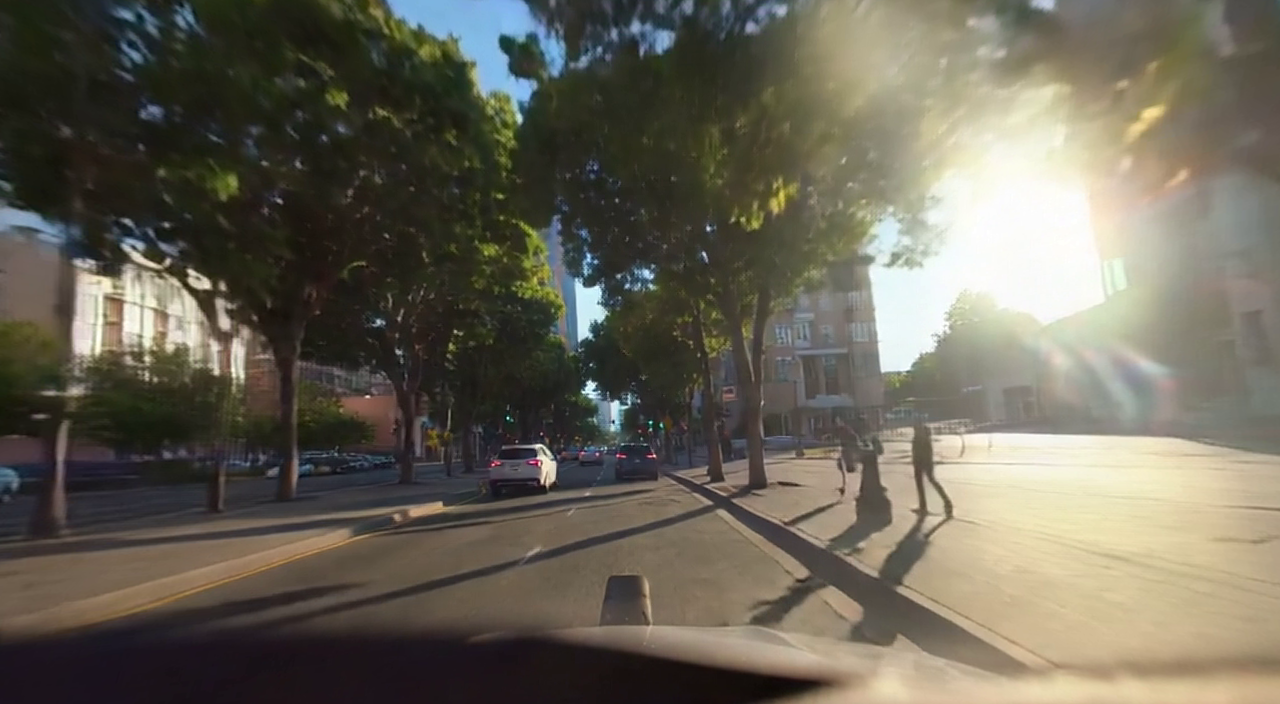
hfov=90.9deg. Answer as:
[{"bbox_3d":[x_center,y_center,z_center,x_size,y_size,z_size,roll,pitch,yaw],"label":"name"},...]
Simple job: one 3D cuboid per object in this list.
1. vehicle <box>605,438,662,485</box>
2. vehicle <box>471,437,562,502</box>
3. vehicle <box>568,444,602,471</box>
[{"bbox_3d":[-0.292,4.420,25.787,2.120,1.758,3.917,0,-9,-1],"label":"vehicle"},{"bbox_3d":[-3.580,3.476,19.008,1.940,1.722,3.823,0,-9,0],"label":"vehicle"},{"bbox_3d":[-3.971,7.694,46.347,2.220,1.847,4.587,0,-9,-2],"label":"vehicle"}]
